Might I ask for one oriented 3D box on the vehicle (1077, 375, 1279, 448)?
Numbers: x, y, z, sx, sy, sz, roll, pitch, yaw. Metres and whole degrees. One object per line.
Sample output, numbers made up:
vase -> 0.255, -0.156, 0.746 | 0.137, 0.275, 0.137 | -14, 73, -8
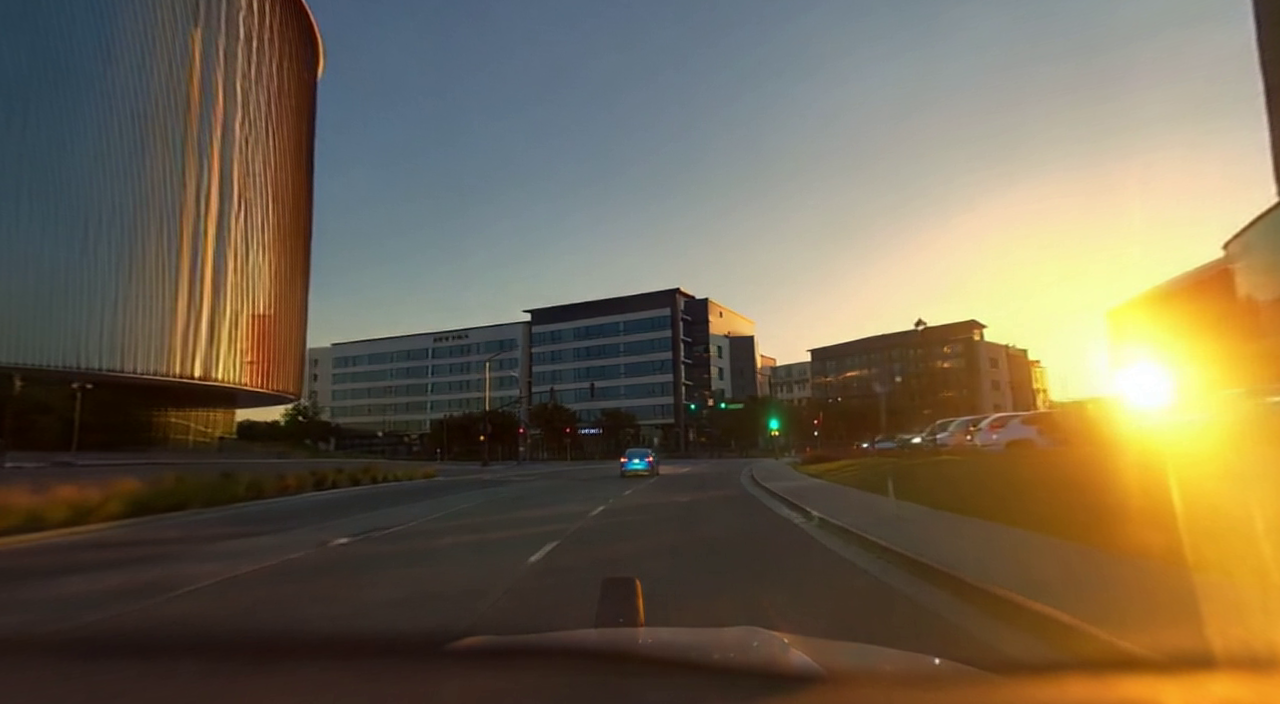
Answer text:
vehicle -> 13.946, 1.546, 15.765 | 4.372, 1.665, 1.988 | -1, -9, 5

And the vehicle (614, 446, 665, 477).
vehicle -> 0.038, 5.717, 33.057 | 1.971, 1.486, 4.380 | -2, -9, 9
